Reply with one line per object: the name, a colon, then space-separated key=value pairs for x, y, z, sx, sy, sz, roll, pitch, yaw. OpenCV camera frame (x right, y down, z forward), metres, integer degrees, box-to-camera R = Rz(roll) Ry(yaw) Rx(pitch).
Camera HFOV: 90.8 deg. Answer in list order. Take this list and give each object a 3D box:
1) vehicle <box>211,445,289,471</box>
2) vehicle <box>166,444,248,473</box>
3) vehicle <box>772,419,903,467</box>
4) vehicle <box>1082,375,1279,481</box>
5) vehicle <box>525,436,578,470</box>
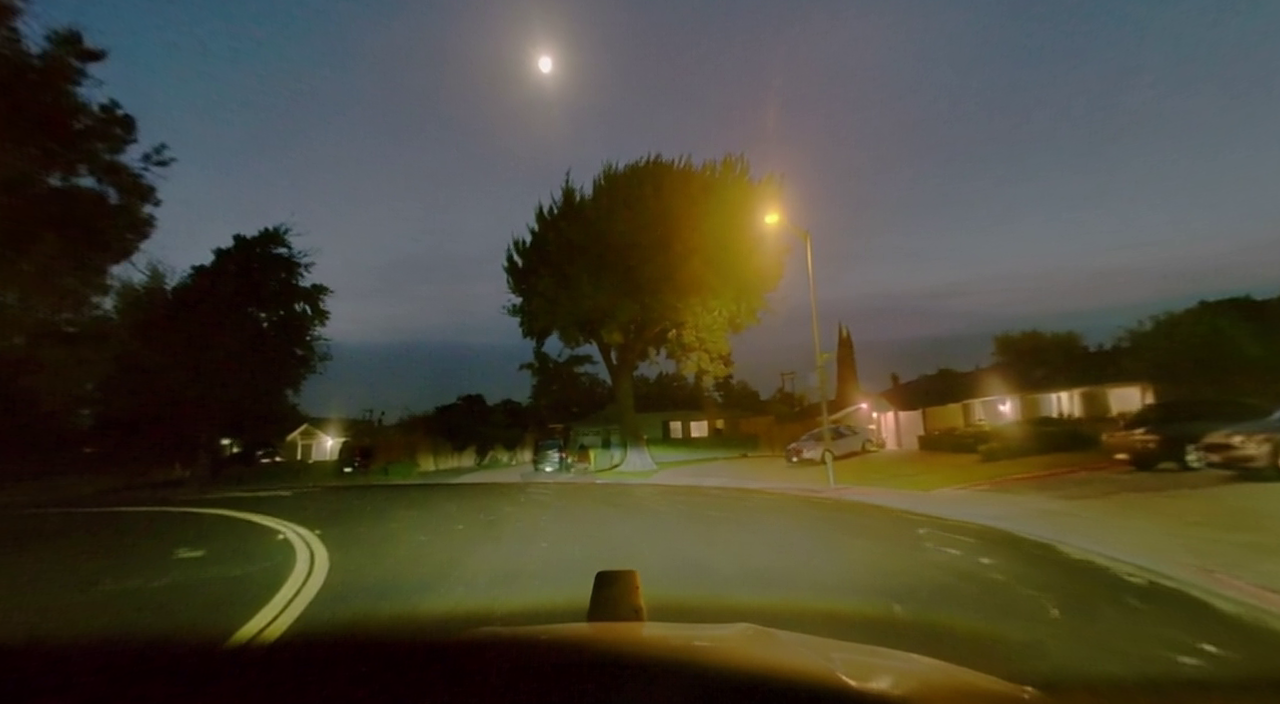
vehicle: x=-23.344 y=6.325 z=38.022 sx=1.933 sy=1.477 sz=4.361 roll=0 pitch=-8 yaw=0
vehicle: x=-25.988 y=6.361 z=38.067 sx=2.042 sy=1.633 sz=4.132 roll=0 pitch=-8 yaw=-1
vehicle: x=7.840 y=3.553 z=25.013 sx=4.799 sy=1.451 sz=2.144 roll=-1 pitch=-7 yaw=-30
vehicle: x=12.302 y=1.509 z=13.257 sx=4.291 sy=1.648 sz=2.128 roll=-7 pitch=-6 yaw=1
vehicle: x=-4.414 y=5.084 z=32.130 sx=1.819 sy=1.442 sz=4.329 roll=-1 pitch=-6 yaw=3
